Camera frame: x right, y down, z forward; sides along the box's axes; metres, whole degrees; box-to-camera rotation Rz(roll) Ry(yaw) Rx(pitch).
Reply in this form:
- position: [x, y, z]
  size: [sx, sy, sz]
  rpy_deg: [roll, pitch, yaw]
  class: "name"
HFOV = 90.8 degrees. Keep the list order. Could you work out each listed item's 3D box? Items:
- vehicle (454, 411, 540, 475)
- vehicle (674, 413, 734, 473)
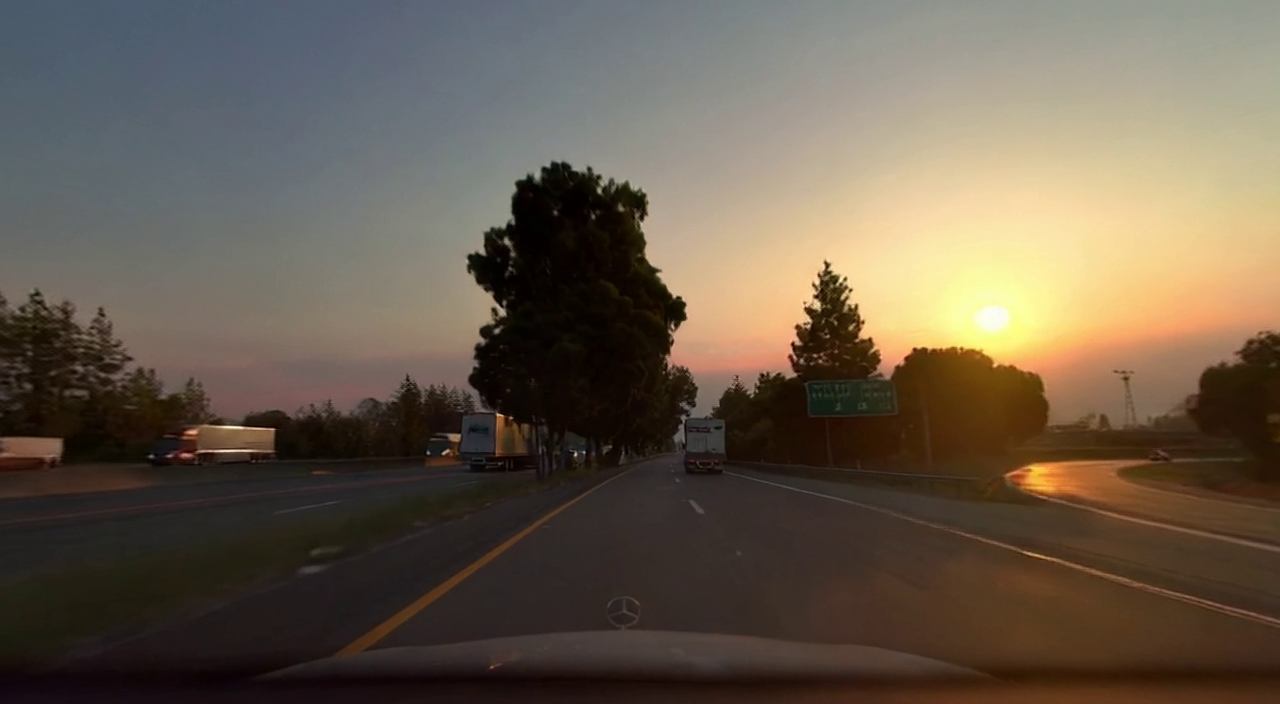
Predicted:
- position: [-10.197, 6.873, 47.249]
  size: [2.891, 4.062, 14.230]
  rpy_deg: [0, -9, 1]
  class: "vehicle"
- position: [4.280, 6.608, 45.433]
  size: [2.928, 3.595, 13.975]
  rpy_deg: [0, -9, 0]
  class: "vehicle"
